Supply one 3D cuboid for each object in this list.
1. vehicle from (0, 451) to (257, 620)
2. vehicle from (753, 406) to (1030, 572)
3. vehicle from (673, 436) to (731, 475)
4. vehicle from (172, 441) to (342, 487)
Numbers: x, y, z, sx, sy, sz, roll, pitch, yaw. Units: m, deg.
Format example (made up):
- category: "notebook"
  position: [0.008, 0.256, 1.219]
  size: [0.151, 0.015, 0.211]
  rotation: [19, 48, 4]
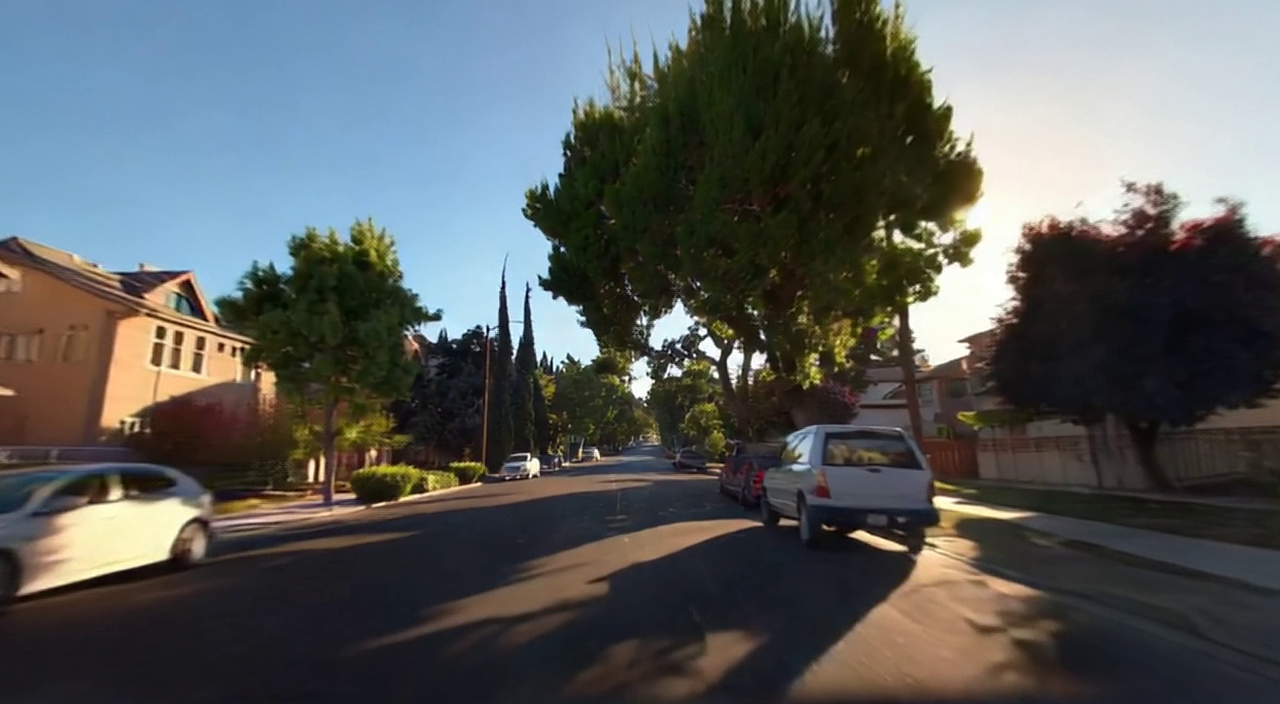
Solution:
- category: "vehicle"
  position: [-6.716, 1.891, 6.941]
  size: [2.071, 1.481, 4.425]
  rotation: [0, -11, 2]
- category: "vehicle"
  position: [3.290, 1.922, 9.671]
  size: [2.262, 1.870, 4.948]
  rotation: [0, -9, 1]
- category: "vehicle"
  position: [3.744, 6.472, 39.570]
  size: [2.952, 2.216, 7.033]
  rotation: [0, -8, 0]
- category: "vehicle"
  position: [-13.545, 3.964, 22.493]
  size: [4.700, 1.549, 2.000]
  rotation: [0, -9, 0]
